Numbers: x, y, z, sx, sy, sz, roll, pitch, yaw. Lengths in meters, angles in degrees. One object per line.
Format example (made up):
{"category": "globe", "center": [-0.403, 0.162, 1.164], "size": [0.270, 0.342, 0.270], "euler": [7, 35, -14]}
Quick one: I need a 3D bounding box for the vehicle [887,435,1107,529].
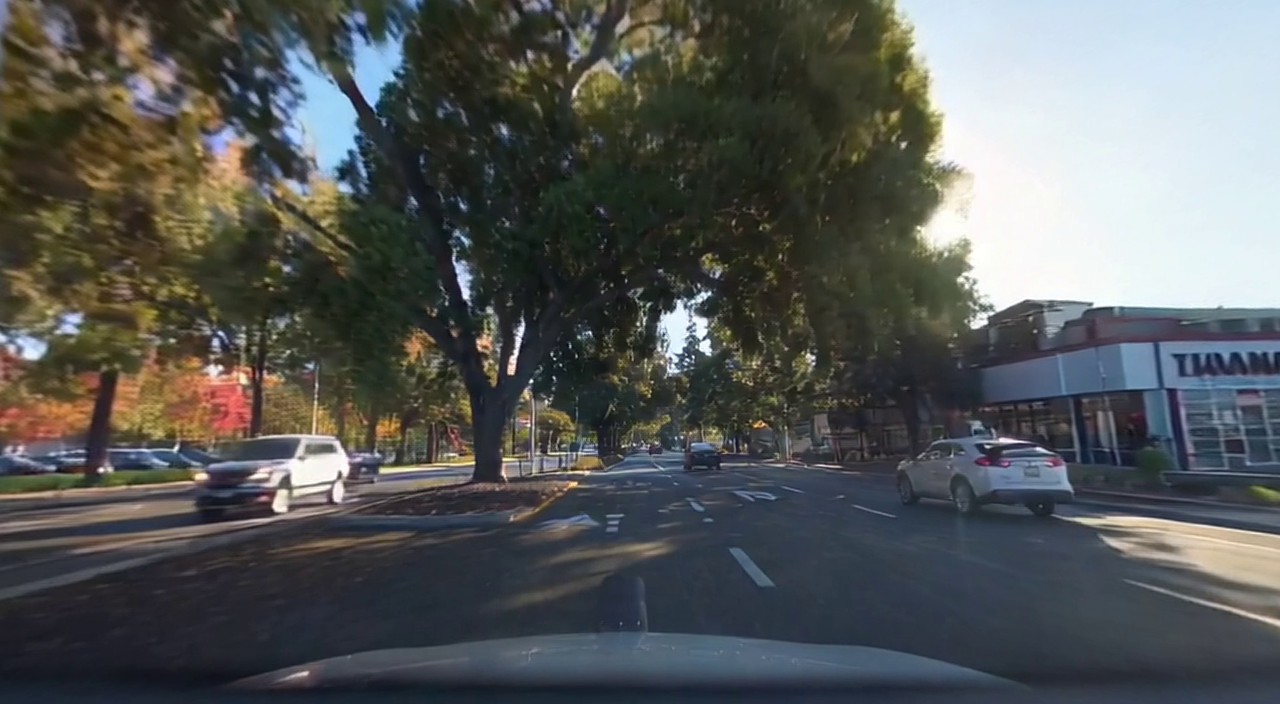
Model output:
{"category": "vehicle", "center": [6.775, 2.478, 12.597], "size": [1.886, 1.528, 4.169], "euler": [0, -9, -1]}

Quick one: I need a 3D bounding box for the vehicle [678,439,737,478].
{"category": "vehicle", "center": [3.035, 4.919, 29.254], "size": [2.161, 1.676, 4.151], "euler": [0, -9, -1]}

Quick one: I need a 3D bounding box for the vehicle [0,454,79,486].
{"category": "vehicle", "center": [-28.642, 5.454, 29.217], "size": [3.453, 1.405, 1.745], "euler": [0, -9, 2]}

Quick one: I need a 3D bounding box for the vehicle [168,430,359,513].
{"category": "vehicle", "center": [-9.212, 2.946, 15.959], "size": [2.160, 1.785, 4.280], "euler": [0, -9, 0]}

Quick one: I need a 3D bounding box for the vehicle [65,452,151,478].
{"category": "vehicle", "center": [-29.312, 6.226, 34.740], "size": [3.351, 1.369, 1.579], "euler": [0, -8, 3]}

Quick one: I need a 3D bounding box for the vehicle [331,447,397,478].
{"category": "vehicle", "center": [-16.574, 6.638, 38.055], "size": [1.947, 1.738, 4.428], "euler": [0, -9, -1]}
